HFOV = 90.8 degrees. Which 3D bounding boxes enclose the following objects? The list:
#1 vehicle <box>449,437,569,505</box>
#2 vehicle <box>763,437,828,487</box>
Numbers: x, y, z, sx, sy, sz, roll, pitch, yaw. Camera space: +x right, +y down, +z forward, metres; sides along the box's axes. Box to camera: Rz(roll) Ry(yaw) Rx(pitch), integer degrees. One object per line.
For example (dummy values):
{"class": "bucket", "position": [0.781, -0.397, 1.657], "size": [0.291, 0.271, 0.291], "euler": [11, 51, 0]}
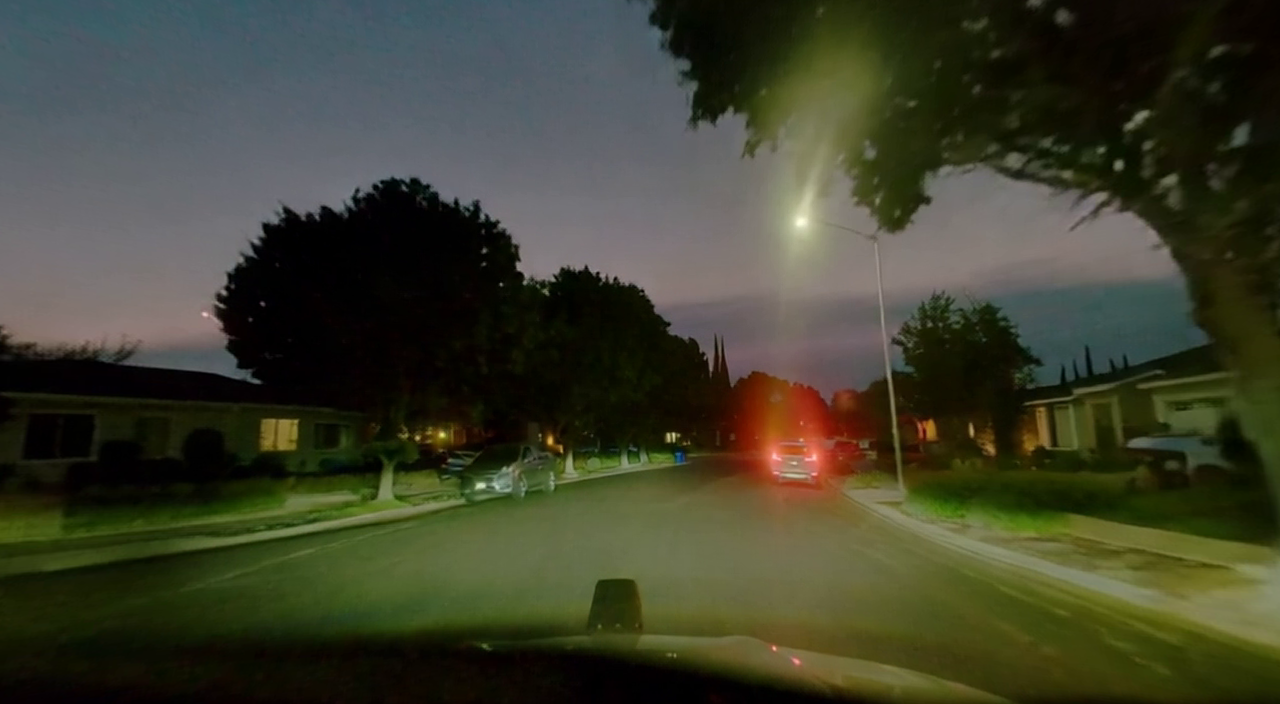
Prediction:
{"class": "vehicle", "position": [-3.844, 3.549, 19.419], "size": [2.041, 1.762, 4.508], "euler": [-4, -8, 10]}
{"class": "vehicle", "position": [5.865, 4.095, 23.817], "size": [2.075, 1.657, 4.648], "euler": [-2, -9, 14]}
